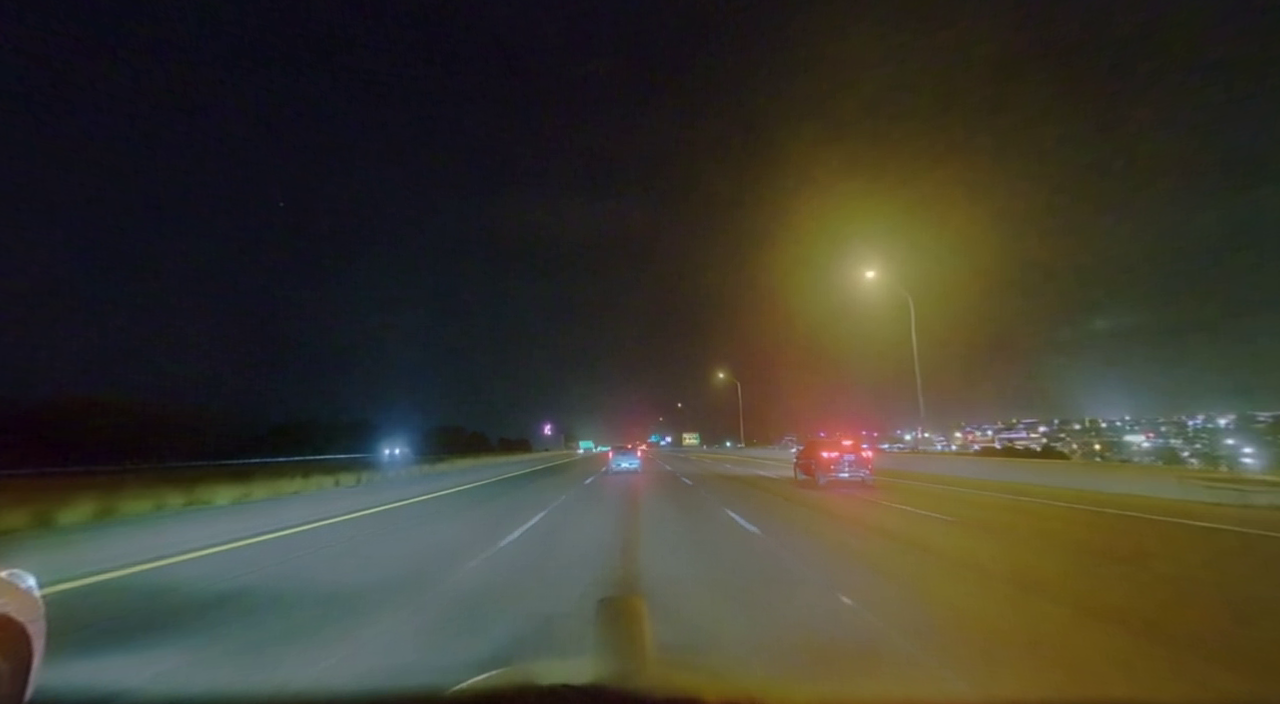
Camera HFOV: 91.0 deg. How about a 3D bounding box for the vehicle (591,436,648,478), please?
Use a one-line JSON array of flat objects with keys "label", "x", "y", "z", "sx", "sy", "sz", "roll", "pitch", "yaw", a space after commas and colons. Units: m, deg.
[{"label": "vehicle", "x": -0.775, "y": 4.260, "z": 25.707, "sx": 2.147, "sy": 1.576, "sz": 3.964, "roll": 0, "pitch": -9, "yaw": 0}]
